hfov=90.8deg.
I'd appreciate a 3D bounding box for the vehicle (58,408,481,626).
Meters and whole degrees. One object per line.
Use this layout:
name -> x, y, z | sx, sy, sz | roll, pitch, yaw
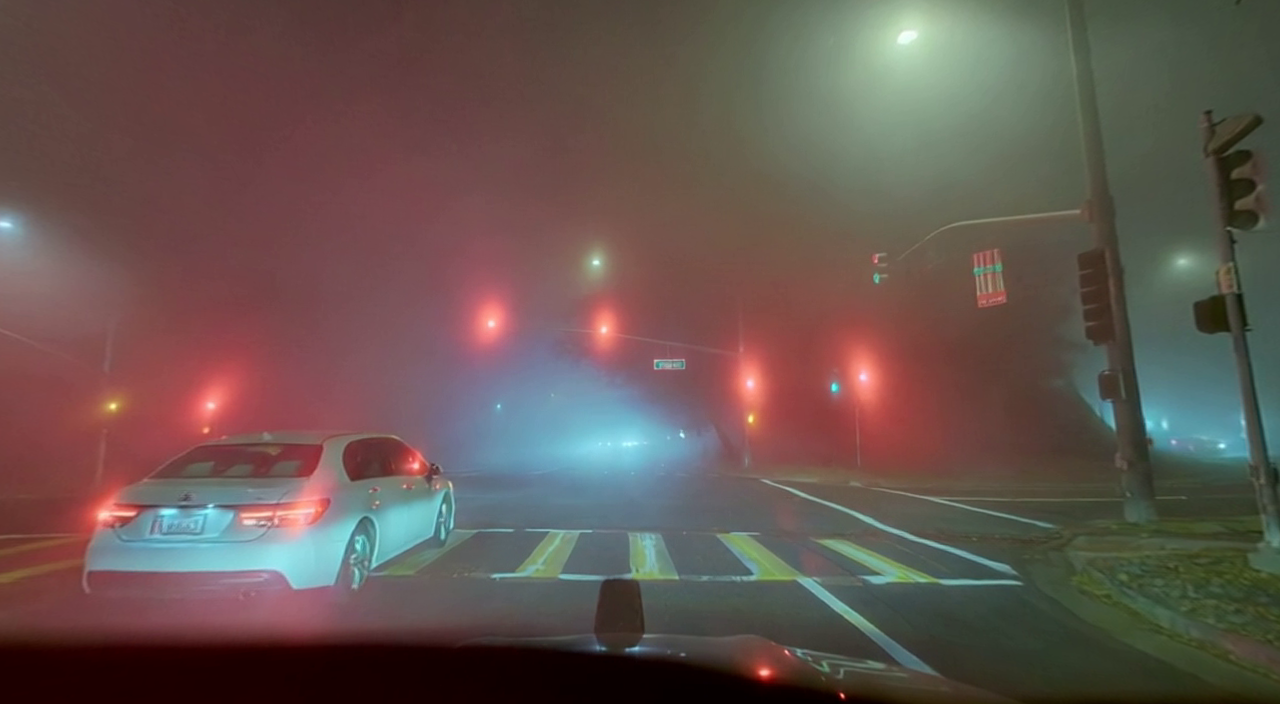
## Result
vehicle -> -3.320, 1.556, 7.011 | 2.076, 1.599, 4.483 | 0, -8, -2
